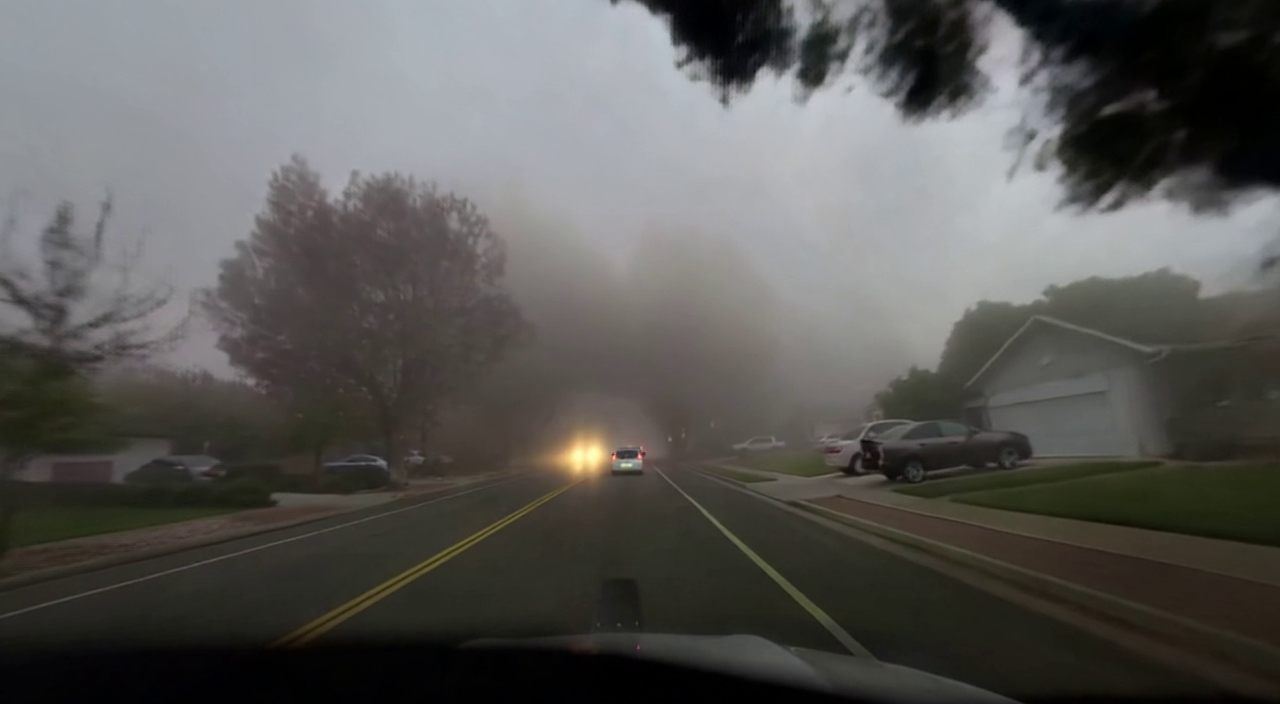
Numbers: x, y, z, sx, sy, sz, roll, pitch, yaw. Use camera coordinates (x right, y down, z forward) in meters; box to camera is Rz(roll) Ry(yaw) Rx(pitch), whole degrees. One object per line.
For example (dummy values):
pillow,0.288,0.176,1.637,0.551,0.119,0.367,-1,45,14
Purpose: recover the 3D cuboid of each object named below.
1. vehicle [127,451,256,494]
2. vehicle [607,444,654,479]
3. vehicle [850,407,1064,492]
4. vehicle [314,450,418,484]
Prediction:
vehicle,-17.075,4.520,24.046,4.608,1.481,1.890,-4,-10,26
vehicle,-0.411,5.133,29.845,2.098,1.483,4.099,0,-9,0
vehicle,8.340,2.597,16.960,4.513,1.617,1.998,-7,-8,-1
vehicle,-14.818,6.238,34.362,4.608,1.743,2.222,-1,-9,7
